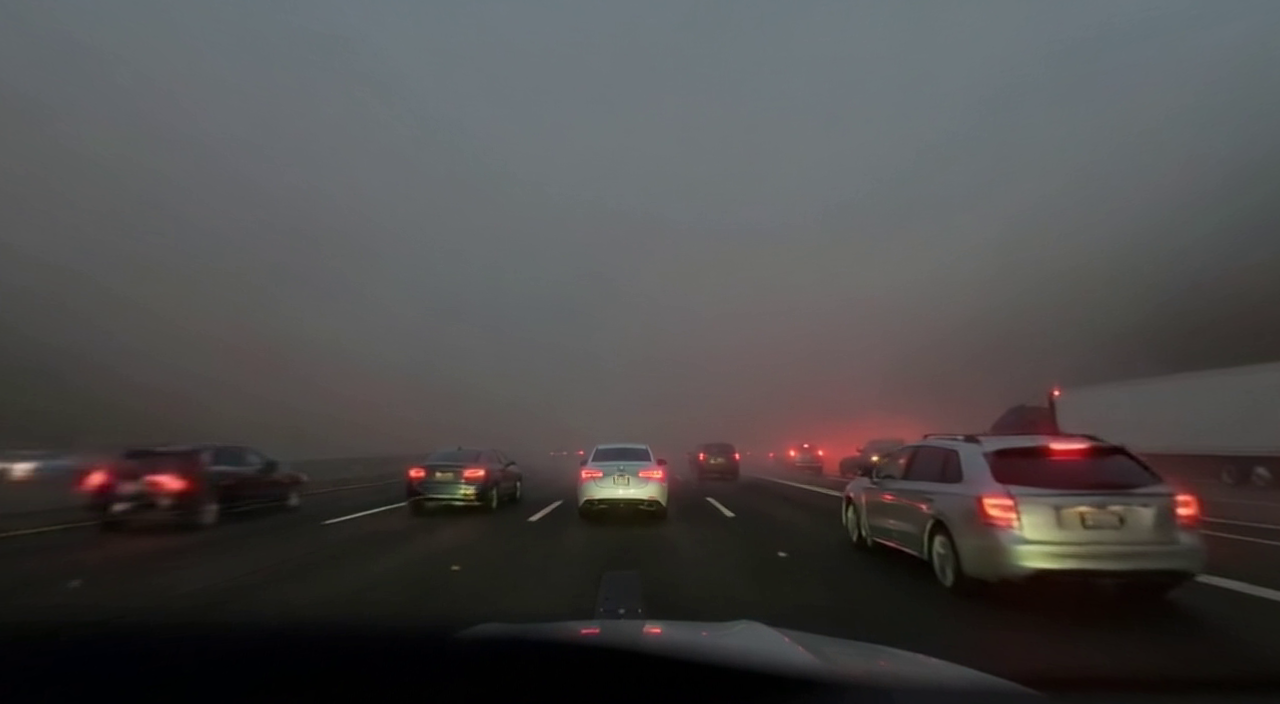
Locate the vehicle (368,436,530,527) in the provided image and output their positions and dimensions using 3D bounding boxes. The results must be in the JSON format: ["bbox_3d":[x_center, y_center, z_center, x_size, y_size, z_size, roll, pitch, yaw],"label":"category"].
[{"bbox_3d":[-3.688,2.576,13.099,1.926,1.542,4.329,0,-9,1],"label":"vehicle"}]

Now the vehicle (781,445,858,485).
[{"bbox_3d":[7.400,4.690,26.413,1.942,1.482,4.250,0,-9,-1],"label":"vehicle"}]

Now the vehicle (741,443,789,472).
[{"bbox_3d":[7.598,6.495,38.794,2.055,1.650,4.241,0,-9,-1],"label":"vehicle"}]

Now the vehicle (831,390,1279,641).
[{"bbox_3d":[3.596,1.413,6.344,2.053,1.666,4.106,0,-9,0],"label":"vehicle"}]

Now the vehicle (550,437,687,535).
[{"bbox_3d":[-0.300,2.401,11.892,2.132,1.499,4.038,0,-9,1],"label":"vehicle"}]

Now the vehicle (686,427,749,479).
[{"bbox_3d":[3.689,4.991,31.108,2.440,2.313,5.266,0,-9,0],"label":"vehicle"}]

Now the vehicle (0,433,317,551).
[{"bbox_3d":[-7.929,2.251,10.910,2.032,1.549,4.850,0,-9,1],"label":"vehicle"}]
